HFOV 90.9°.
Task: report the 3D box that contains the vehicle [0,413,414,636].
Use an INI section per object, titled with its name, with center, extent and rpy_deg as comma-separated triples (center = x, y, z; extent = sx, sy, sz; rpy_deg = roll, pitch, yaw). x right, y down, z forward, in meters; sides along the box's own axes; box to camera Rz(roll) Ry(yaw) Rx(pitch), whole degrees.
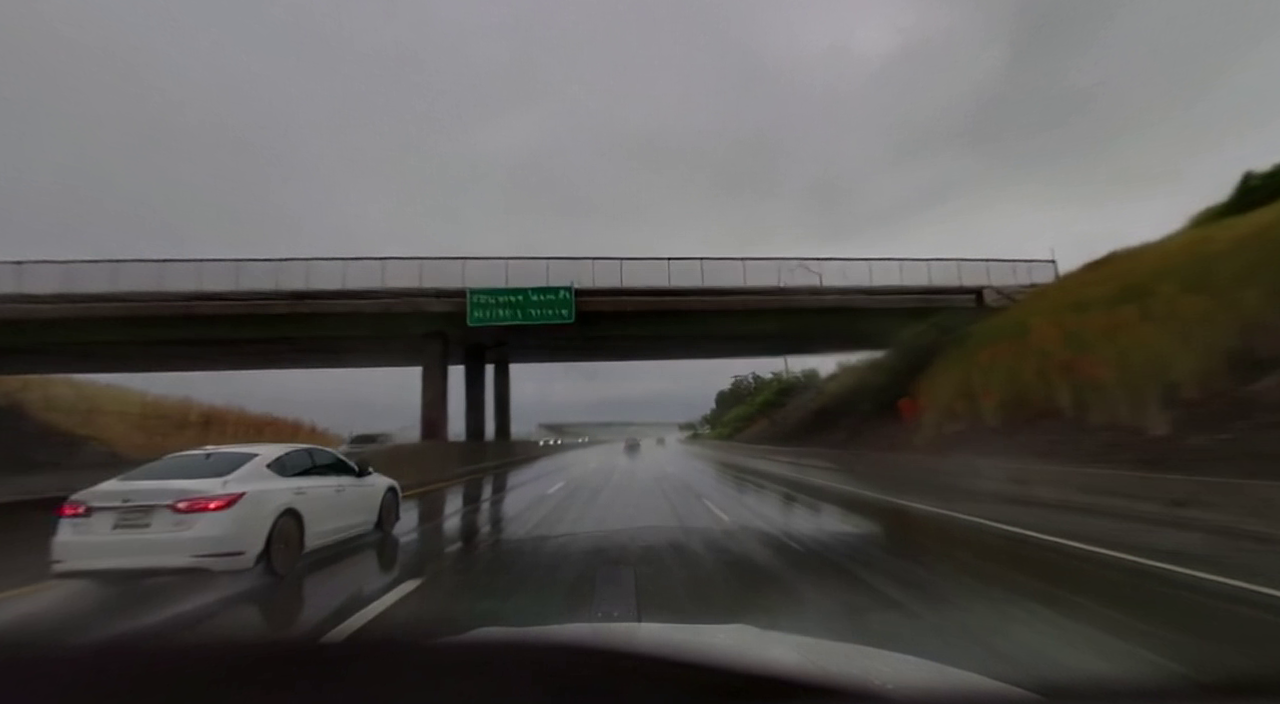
[vehicle]
center = -4.010, 1.431, 6.319
extent = 1.981, 1.475, 4.084
rpy_deg = 0, -8, 0
